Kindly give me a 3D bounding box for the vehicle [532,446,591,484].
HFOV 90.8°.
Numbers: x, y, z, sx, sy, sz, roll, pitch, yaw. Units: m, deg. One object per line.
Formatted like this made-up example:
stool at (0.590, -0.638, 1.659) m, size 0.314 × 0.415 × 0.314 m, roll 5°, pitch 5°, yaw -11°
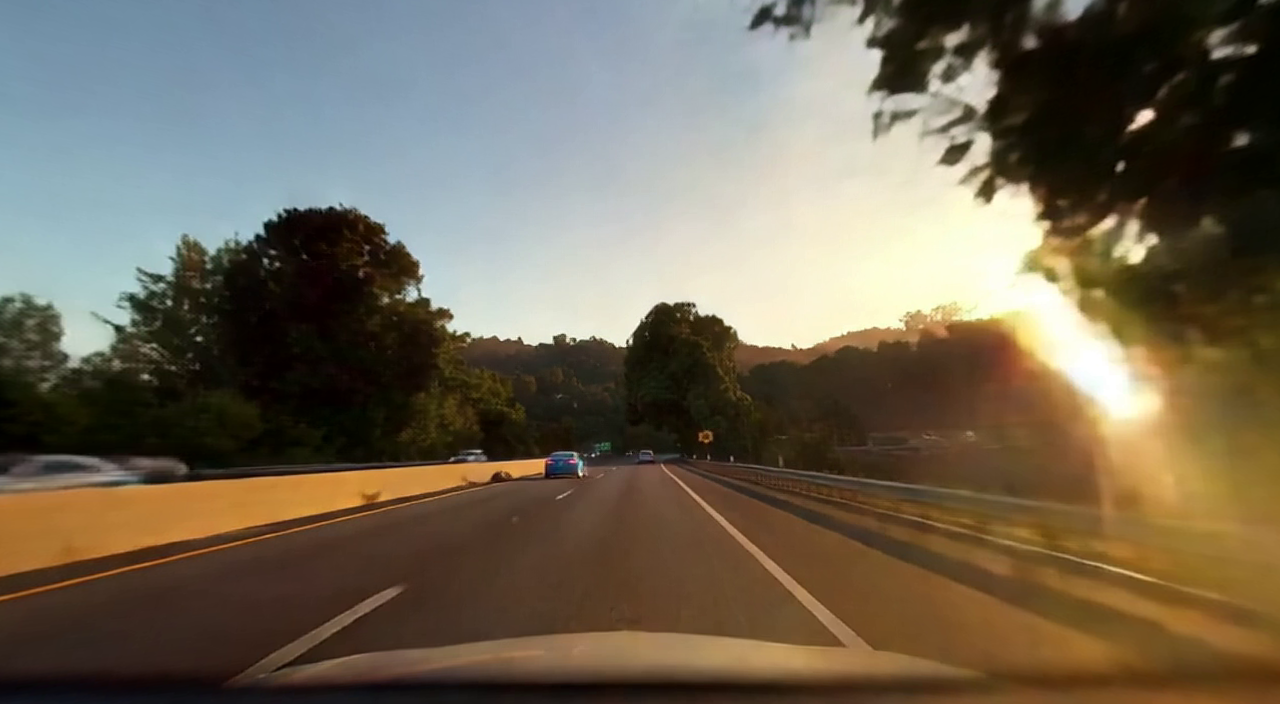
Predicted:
vehicle at (-3.490, 5.131, 28.857) m, size 2.088 × 1.586 × 4.000 m, roll 0°, pitch -9°, yaw 1°
